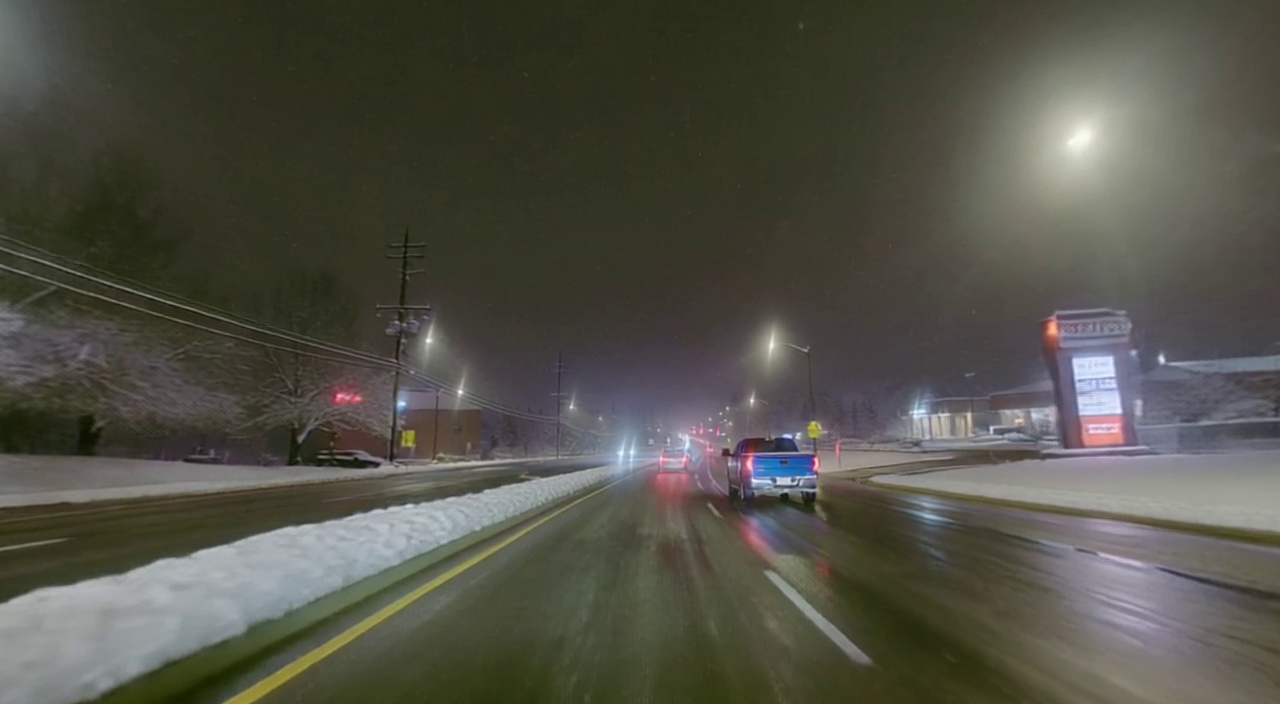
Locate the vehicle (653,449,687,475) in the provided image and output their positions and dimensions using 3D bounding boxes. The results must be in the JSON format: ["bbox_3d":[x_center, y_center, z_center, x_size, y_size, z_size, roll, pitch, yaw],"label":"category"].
[{"bbox_3d":[1.925,6.835,39.333,1.968,1.521,4.262,0,-9,4],"label":"vehicle"}]

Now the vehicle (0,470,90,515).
[{"bbox_3d":[-24.613,5.466,24.670,1.890,1.519,4.431,0,-9,4],"label":"vehicle"}]

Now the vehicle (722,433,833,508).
[{"bbox_3d":[3.987,3.553,19.468,2.367,1.919,5.651,0,-9,2],"label":"vehicle"}]
